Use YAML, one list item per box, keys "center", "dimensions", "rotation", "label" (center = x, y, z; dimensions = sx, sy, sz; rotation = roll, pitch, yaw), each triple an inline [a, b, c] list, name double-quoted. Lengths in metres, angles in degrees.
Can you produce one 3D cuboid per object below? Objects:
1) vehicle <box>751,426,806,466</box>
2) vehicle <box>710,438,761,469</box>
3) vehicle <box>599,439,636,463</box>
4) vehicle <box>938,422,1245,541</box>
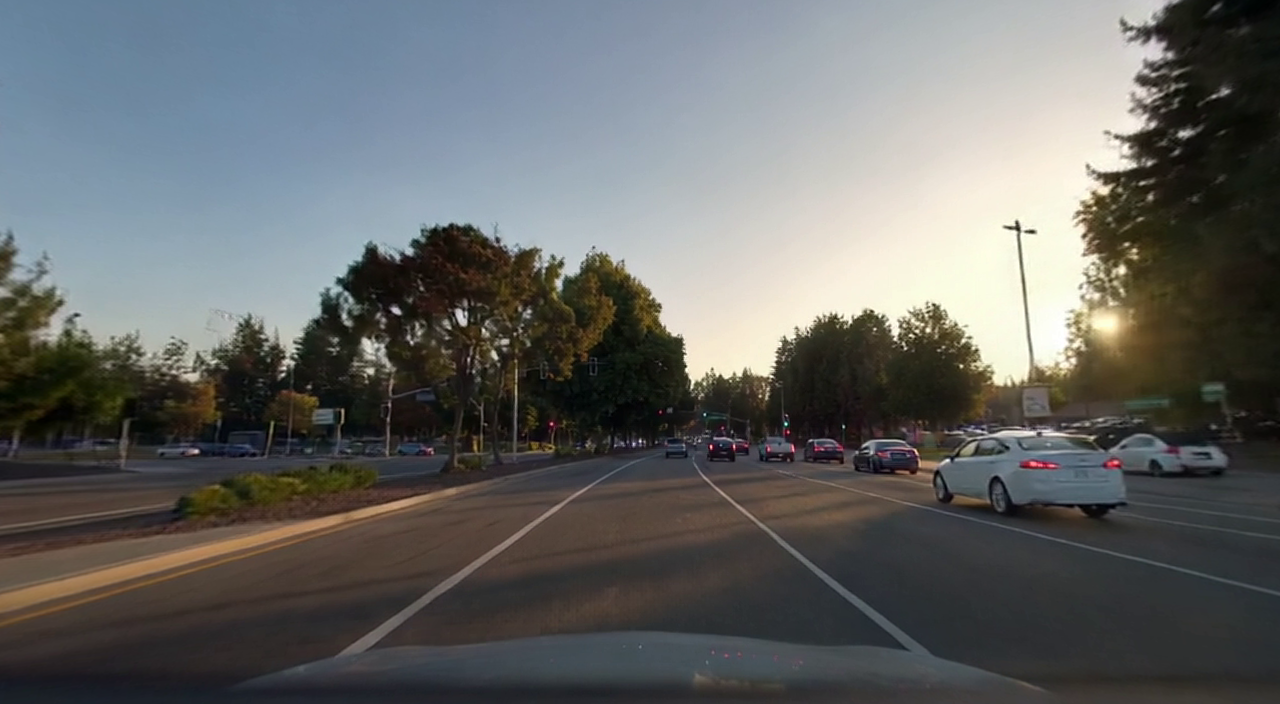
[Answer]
- center: [8.086, 5.590, 37.451]
  dimensions: [2.186, 2.202, 5.426]
  rotation: [0, -8, 2]
  label: "vehicle"
- center: [5.239, 5.649, 35.234]
  dimensions: [2.292, 1.563, 4.734]
  rotation: [0, -8, 2]
  label: "vehicle"
- center: [-1.423, 6.587, 41.992]
  dimensions: [1.958, 1.542, 4.175]
  rotation: [-1, -8, 5]
  label: "vehicle"
- center: [7.414, 2.133, 11.186]
  dimensions: [2.051, 1.620, 4.702]
  rotation: [-1, -8, 2]
  label: "vehicle"
